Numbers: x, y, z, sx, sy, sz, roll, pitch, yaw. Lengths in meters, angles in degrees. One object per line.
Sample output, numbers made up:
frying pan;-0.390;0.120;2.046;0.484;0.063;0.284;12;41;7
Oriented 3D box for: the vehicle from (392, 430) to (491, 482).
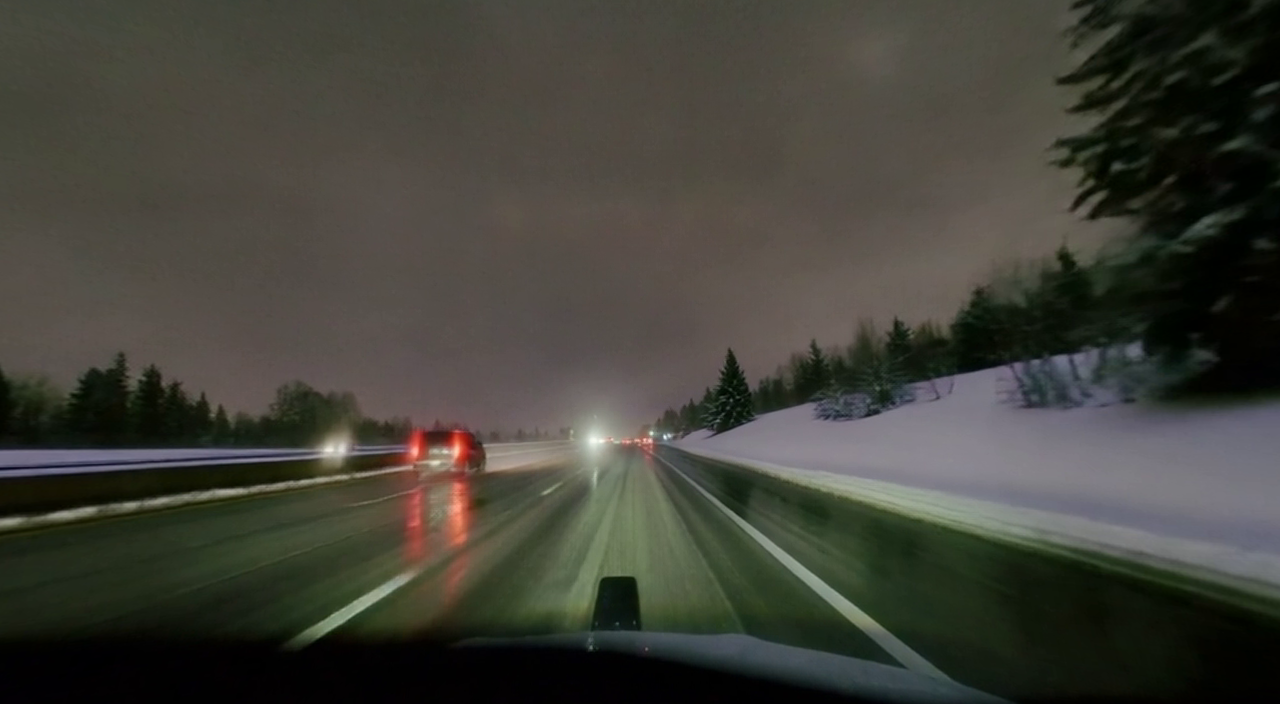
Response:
vehicle;-7.004;3.694;22.794;2.111;1.662;4.630;0;-8;0
